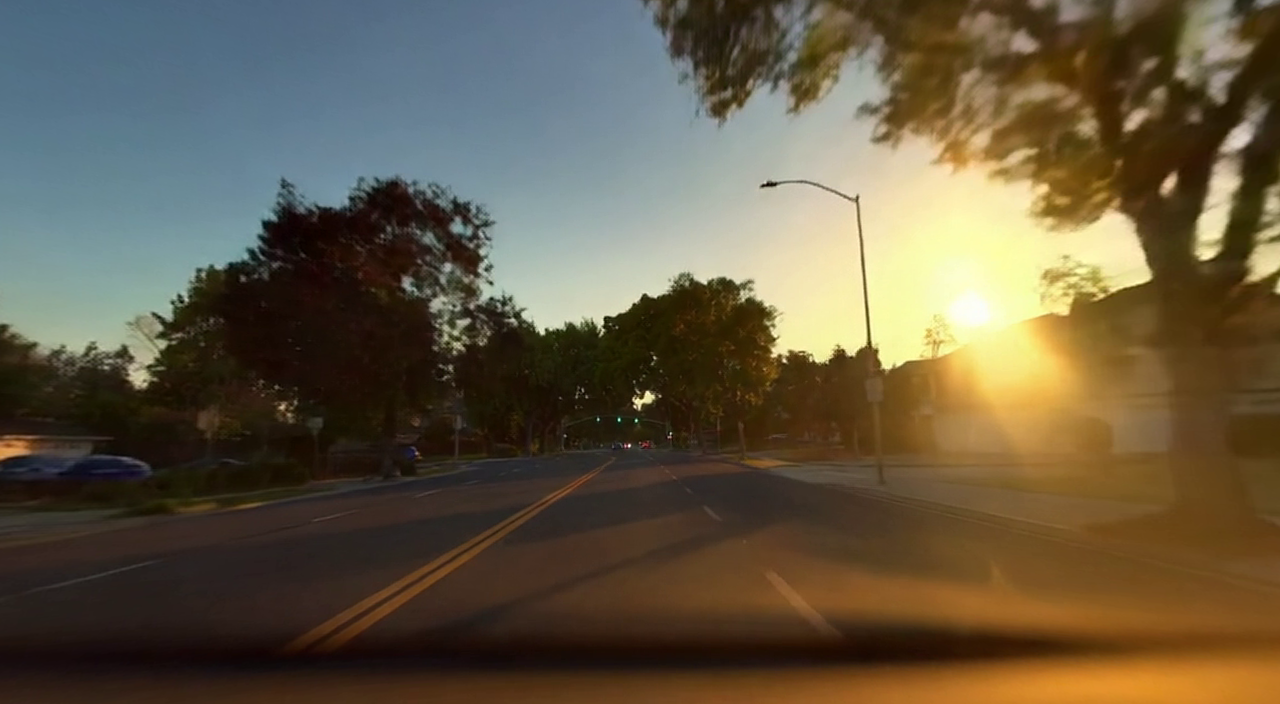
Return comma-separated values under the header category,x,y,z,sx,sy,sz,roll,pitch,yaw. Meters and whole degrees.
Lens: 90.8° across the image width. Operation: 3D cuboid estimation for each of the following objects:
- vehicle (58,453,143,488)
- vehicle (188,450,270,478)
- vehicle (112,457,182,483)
category,x,y,z,sx,sy,sz,roll,pitch,yaw
vehicle,-28.254,6.138,33.067,4.425,1.570,1.959,-4,-9,31
vehicle,-23.681,6.408,36.331,4.791,1.421,1.985,-4,-10,31
vehicle,-28.031,6.687,35.887,3.738,1.379,1.627,-5,-10,28
